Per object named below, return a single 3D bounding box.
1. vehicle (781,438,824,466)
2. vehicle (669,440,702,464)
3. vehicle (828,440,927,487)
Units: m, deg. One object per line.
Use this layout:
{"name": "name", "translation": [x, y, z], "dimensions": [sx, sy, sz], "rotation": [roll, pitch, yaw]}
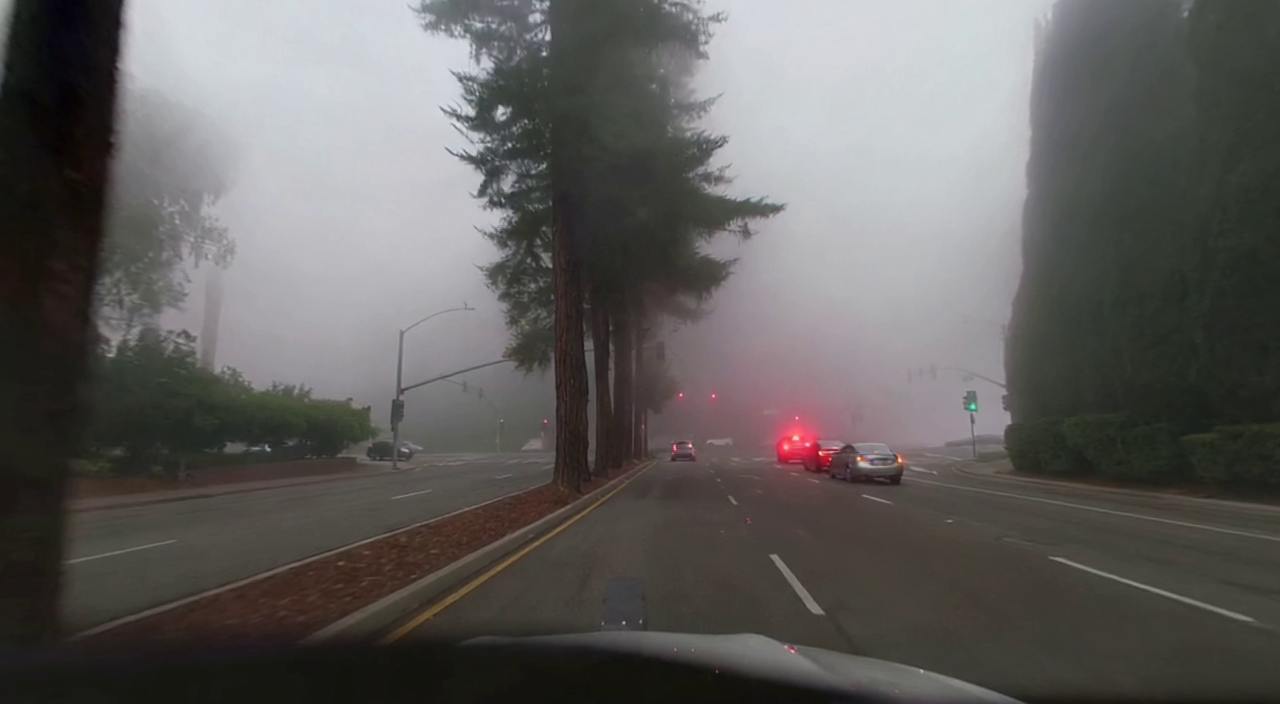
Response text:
{"name": "vehicle", "translation": [9.830, 6.048, 38.444], "dimensions": [1.901, 1.577, 4.348], "rotation": [-1, -8, 6]}
{"name": "vehicle", "translation": [2.940, 6.530, 41.302], "dimensions": [2.041, 1.485, 3.813], "rotation": [-1, -8, 4]}
{"name": "vehicle", "translation": [8.228, 3.890, 22.369], "dimensions": [1.947, 1.478, 4.731], "rotation": [-1, -8, 4]}
